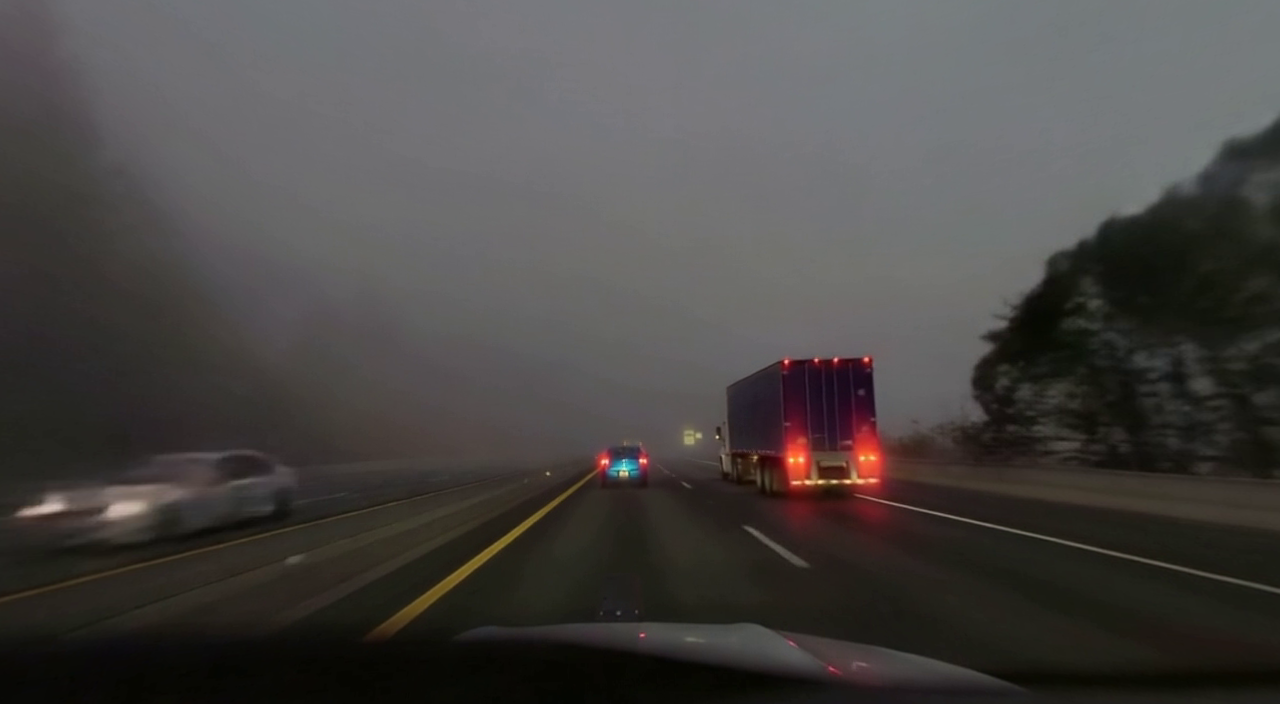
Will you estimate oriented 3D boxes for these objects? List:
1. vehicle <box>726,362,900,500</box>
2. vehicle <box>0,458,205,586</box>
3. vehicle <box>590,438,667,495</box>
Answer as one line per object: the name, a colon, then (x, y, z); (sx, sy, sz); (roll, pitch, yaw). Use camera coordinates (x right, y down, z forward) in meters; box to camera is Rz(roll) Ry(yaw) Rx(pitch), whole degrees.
vehicle: (4.539, 2.371, 18.307); (2.791, 3.201, 7.145); (0, -9, -2)
vehicle: (-8.876, 2.410, 9.473); (1.844, 1.501, 3.817); (-1, -9, -1)
vehicle: (-0.319, 3.391, 18.857); (2.066, 1.490, 3.759); (-1, -9, 0)
